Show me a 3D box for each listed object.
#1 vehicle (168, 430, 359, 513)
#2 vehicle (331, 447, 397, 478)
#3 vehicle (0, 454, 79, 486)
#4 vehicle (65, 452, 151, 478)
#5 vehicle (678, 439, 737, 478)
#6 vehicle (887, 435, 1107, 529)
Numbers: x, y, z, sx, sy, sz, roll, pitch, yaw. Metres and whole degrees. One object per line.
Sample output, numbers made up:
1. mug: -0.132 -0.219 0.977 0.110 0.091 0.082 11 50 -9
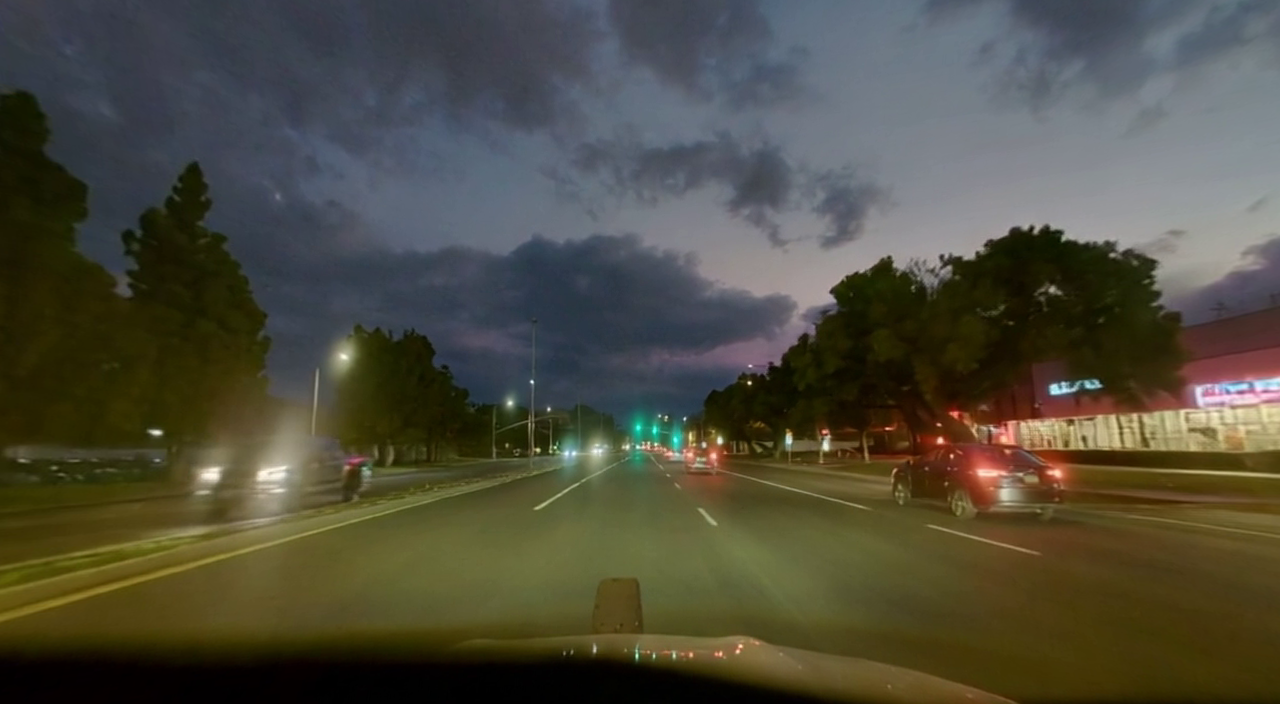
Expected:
1. vehicle: -9.212 2.946 15.959 2.160 1.785 4.280 0 -9 0
2. vehicle: -16.574 6.638 38.055 1.947 1.738 4.428 0 -9 -1
3. vehicle: -28.642 5.454 29.217 3.453 1.405 1.745 0 -9 2
4. vehicle: -29.312 6.226 34.740 3.351 1.369 1.579 0 -8 3
5. vehicle: 3.035 4.919 29.254 2.161 1.676 4.151 0 -9 -1
6. vehicle: 6.775 2.478 12.597 1.886 1.528 4.169 0 -9 -1
